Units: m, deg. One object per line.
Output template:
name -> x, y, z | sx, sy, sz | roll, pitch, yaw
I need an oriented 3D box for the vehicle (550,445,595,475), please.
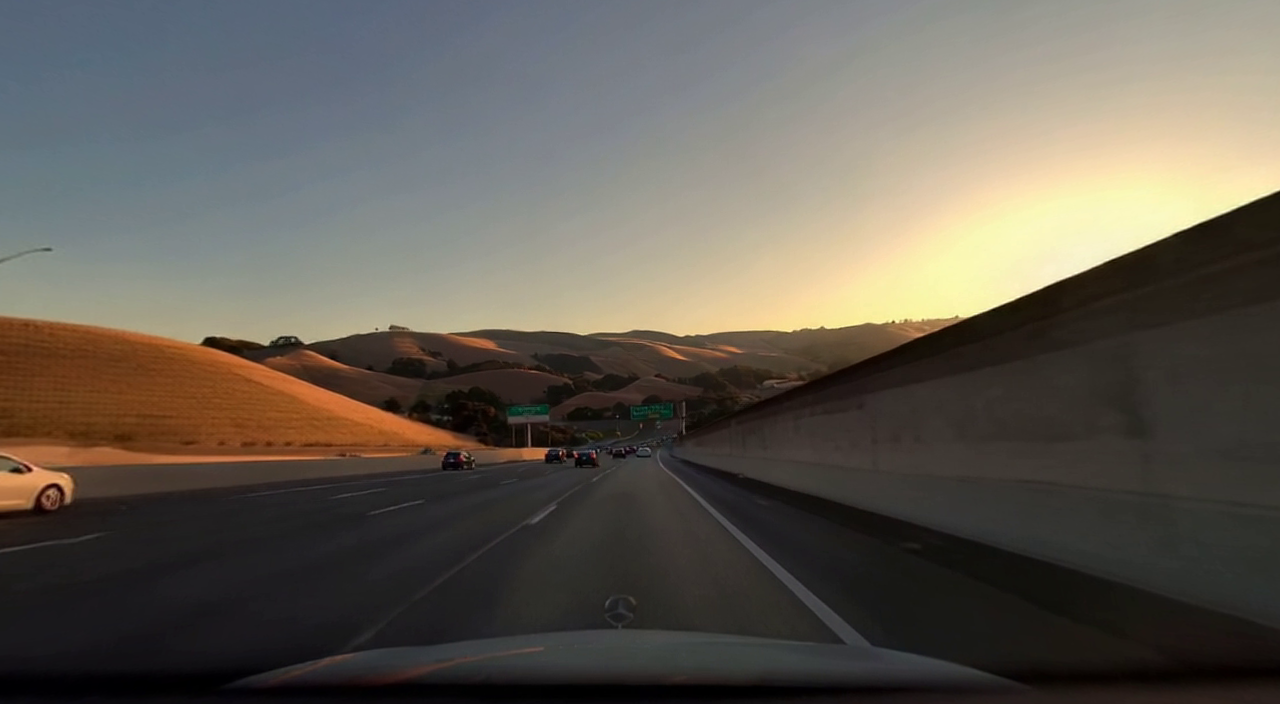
vehicle -> -3.595, 5.848, 34.341 | 1.931, 1.492, 4.076 | 0, -8, 1

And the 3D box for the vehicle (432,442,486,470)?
vehicle -> -12.167, 6.983, 42.716 | 2.076, 1.766, 4.831 | 0, -8, 2

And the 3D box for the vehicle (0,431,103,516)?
vehicle -> -13.307, 2.316, 12.031 | 2.035, 1.630, 4.527 | 0, -8, 2
